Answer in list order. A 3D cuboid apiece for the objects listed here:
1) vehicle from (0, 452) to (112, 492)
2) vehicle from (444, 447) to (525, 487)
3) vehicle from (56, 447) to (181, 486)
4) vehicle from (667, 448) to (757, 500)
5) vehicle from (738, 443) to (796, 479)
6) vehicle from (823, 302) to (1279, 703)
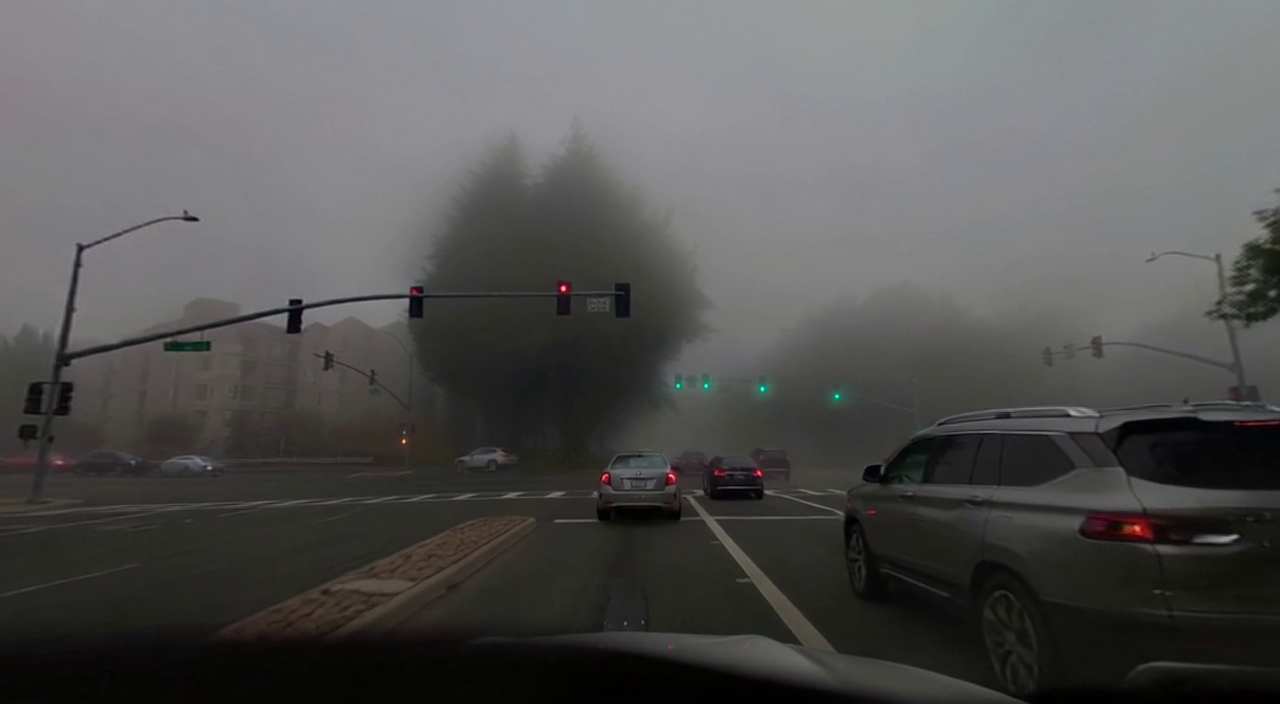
[{"bbox_3d":[-26.271,5.174,27.387,4.724,1.630,1.968,0,-9,-3],"label":"vehicle"},{"bbox_3d":[-7.320,5.300,29.493,2.099,1.705,4.020,7,-11,-38],"label":"vehicle"},{"bbox_3d":[-27.769,6.104,33.693,4.689,1.734,2.034,3,-8,-1],"label":"vehicle"},{"bbox_3d":[2.222,3.924,20.806,2.009,1.480,4.423,1,-9,-7],"label":"vehicle"},{"bbox_3d":[6.862,5.955,34.673,2.105,1.830,4.610,0,-9,-1],"label":"vehicle"},{"bbox_3d":[2.776,0.983,3.330,2.115,1.737,4.642,0,-9,-1],"label":"vehicle"}]
